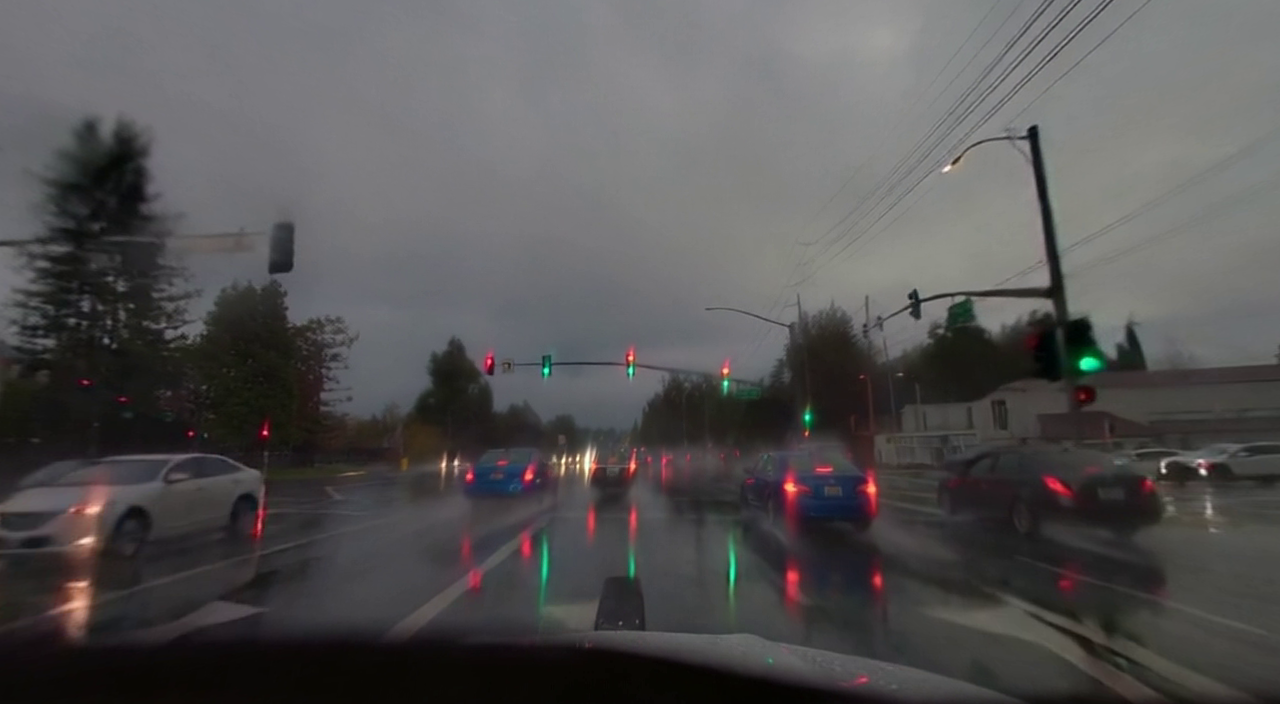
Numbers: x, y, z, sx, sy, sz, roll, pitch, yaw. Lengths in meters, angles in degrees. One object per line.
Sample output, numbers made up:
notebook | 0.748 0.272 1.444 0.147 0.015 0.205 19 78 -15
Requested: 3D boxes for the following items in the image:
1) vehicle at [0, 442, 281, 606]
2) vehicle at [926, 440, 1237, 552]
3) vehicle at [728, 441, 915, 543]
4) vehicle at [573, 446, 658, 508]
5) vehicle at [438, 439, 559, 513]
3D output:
vehicle | -6.719 1.763 7.206 2.032 1.448 5.500 0 -8 0
vehicle | 6.897 2.236 10.662 2.004 1.455 4.417 0 -8 -1
vehicle | 3.031 2.421 11.750 2.053 1.490 4.464 0 -8 -1
vehicle | -0.602 3.346 17.513 2.065 1.464 4.216 0 -8 0
vehicle | -3.415 3.071 16.220 2.073 1.606 4.364 0 -8 0
